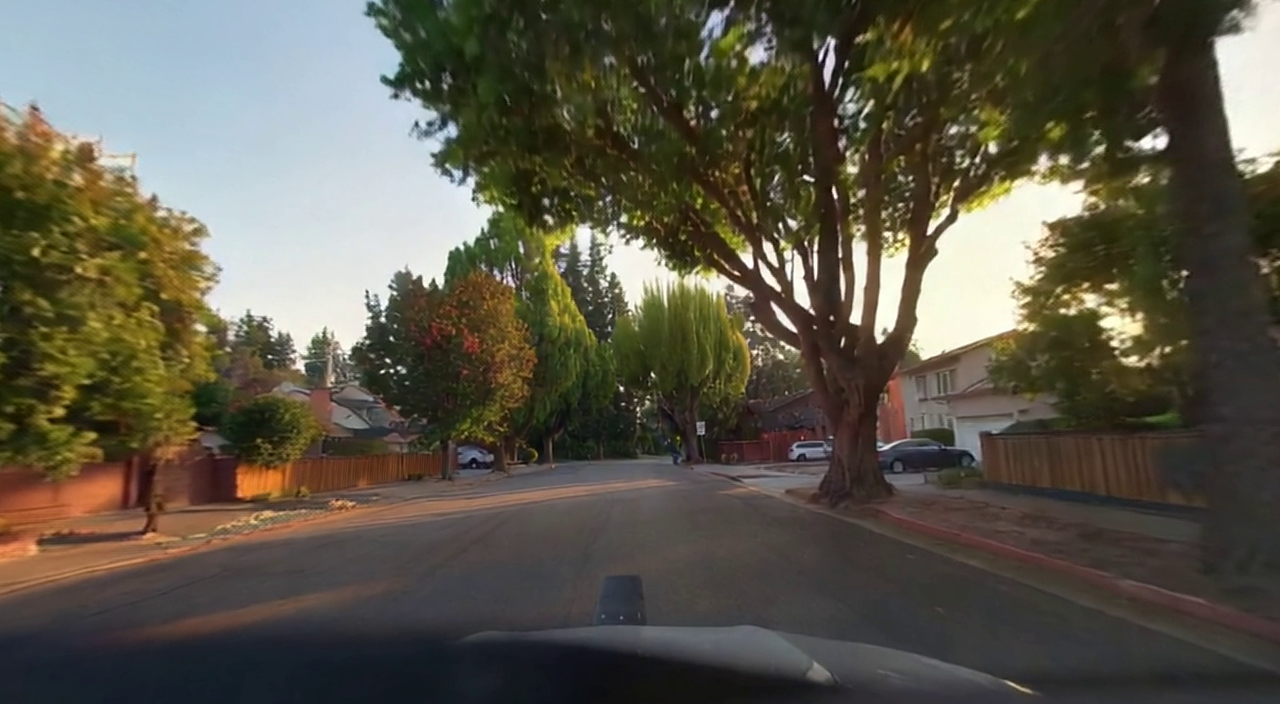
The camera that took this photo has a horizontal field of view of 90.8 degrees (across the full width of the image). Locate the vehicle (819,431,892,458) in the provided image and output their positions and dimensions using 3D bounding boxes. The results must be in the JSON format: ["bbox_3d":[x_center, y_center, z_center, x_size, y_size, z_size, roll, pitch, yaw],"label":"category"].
[{"bbox_3d":[14.287,6.181,42.124,4.261,1.725,1.955,-2,-8,11],"label":"vehicle"}]

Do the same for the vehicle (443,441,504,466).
[{"bbox_3d":[-12.741,7.727,48.252,4.656,1.835,2.039,-7,-11,37],"label":"vehicle"}]

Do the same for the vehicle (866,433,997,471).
[{"bbox_3d":[11.751,4.066,25.711,4.415,1.457,1.797,0,-9,1],"label":"vehicle"}]
